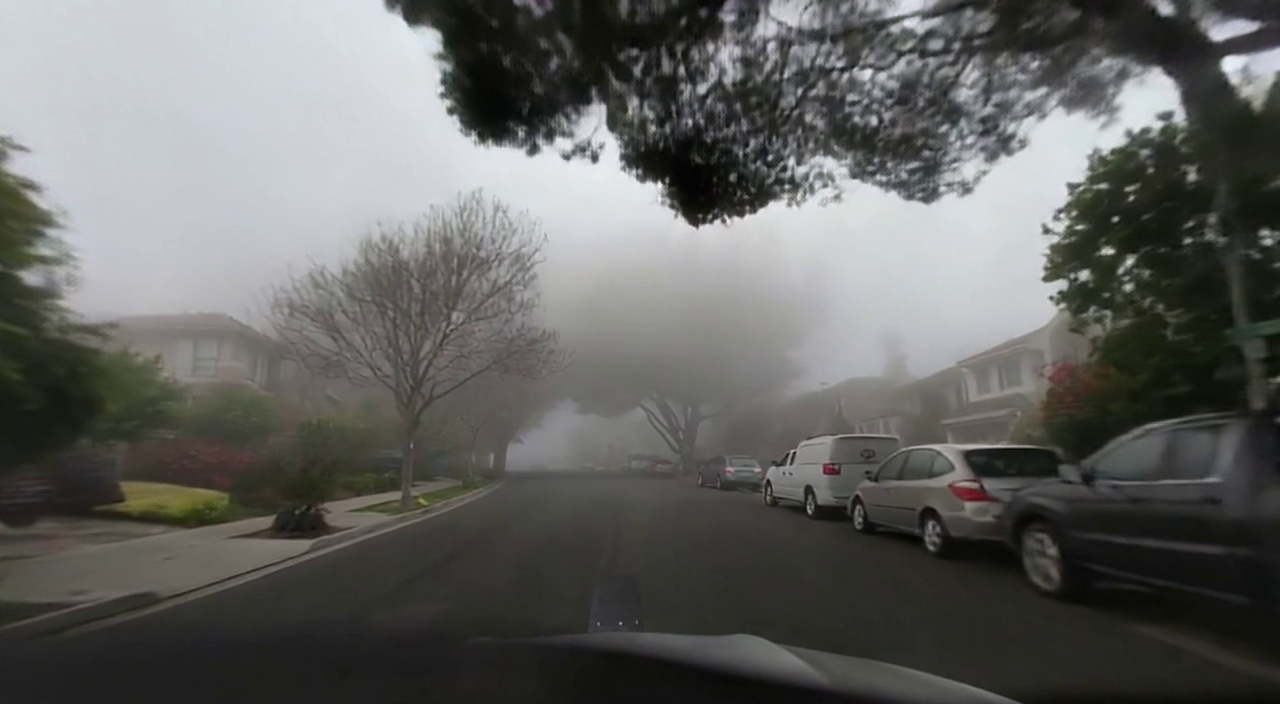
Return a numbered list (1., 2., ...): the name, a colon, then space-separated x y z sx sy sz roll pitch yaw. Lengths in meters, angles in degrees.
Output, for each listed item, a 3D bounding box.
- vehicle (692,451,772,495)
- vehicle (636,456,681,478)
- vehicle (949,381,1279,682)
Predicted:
1. vehicle: 4.142 5.543 29.441 2.111 1.771 4.942 2 -9 -11
2. vehicle: 1.371 8.888 48.994 2.193 1.504 4.576 2 -9 -15
3. vehicle: 5.441 1.333 5.109 2.715 1.900 6.163 1 -9 -1
